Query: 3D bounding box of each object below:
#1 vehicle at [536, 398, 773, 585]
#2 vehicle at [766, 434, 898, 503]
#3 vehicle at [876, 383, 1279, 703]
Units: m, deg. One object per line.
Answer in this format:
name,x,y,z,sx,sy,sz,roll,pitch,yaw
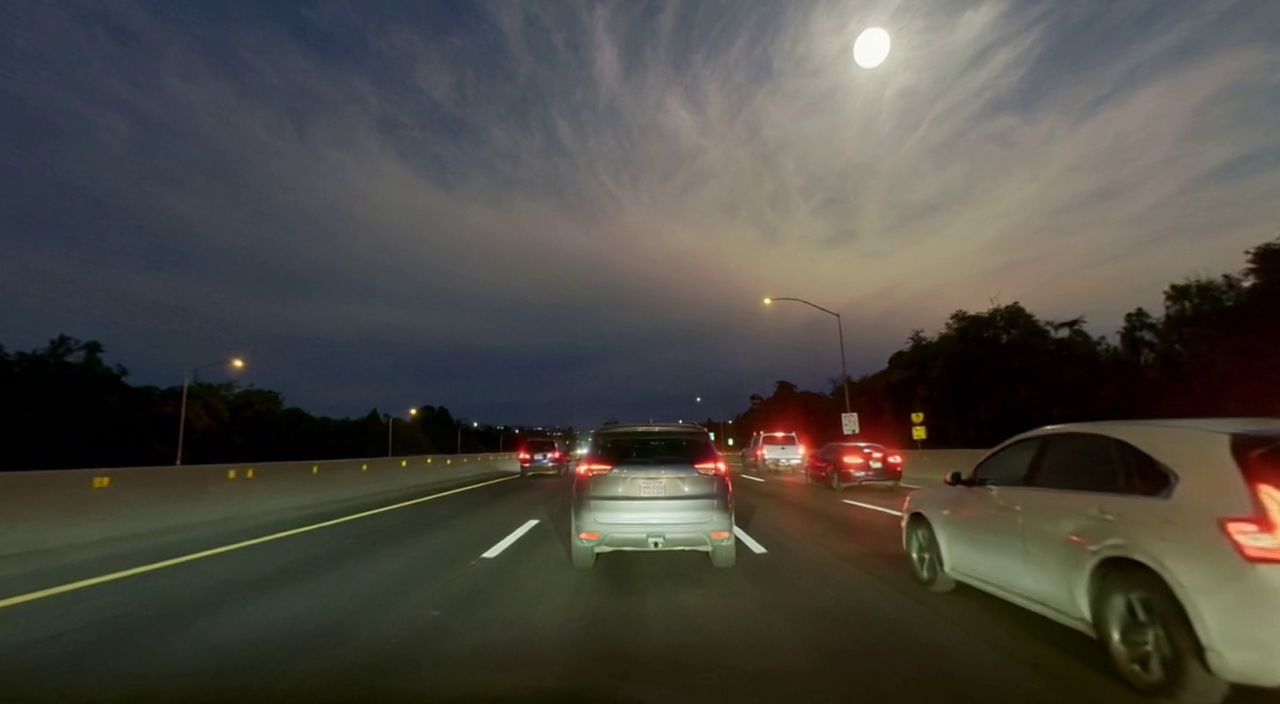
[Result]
vehicle,0.026,1.620,7.997,2.230,1.740,3.976,1,-9,-3
vehicle,5.121,3.167,17.536,1.972,1.647,4.429,1,-9,-4
vehicle,3.389,1.155,4.013,2.028,1.534,4.691,0,-9,1
